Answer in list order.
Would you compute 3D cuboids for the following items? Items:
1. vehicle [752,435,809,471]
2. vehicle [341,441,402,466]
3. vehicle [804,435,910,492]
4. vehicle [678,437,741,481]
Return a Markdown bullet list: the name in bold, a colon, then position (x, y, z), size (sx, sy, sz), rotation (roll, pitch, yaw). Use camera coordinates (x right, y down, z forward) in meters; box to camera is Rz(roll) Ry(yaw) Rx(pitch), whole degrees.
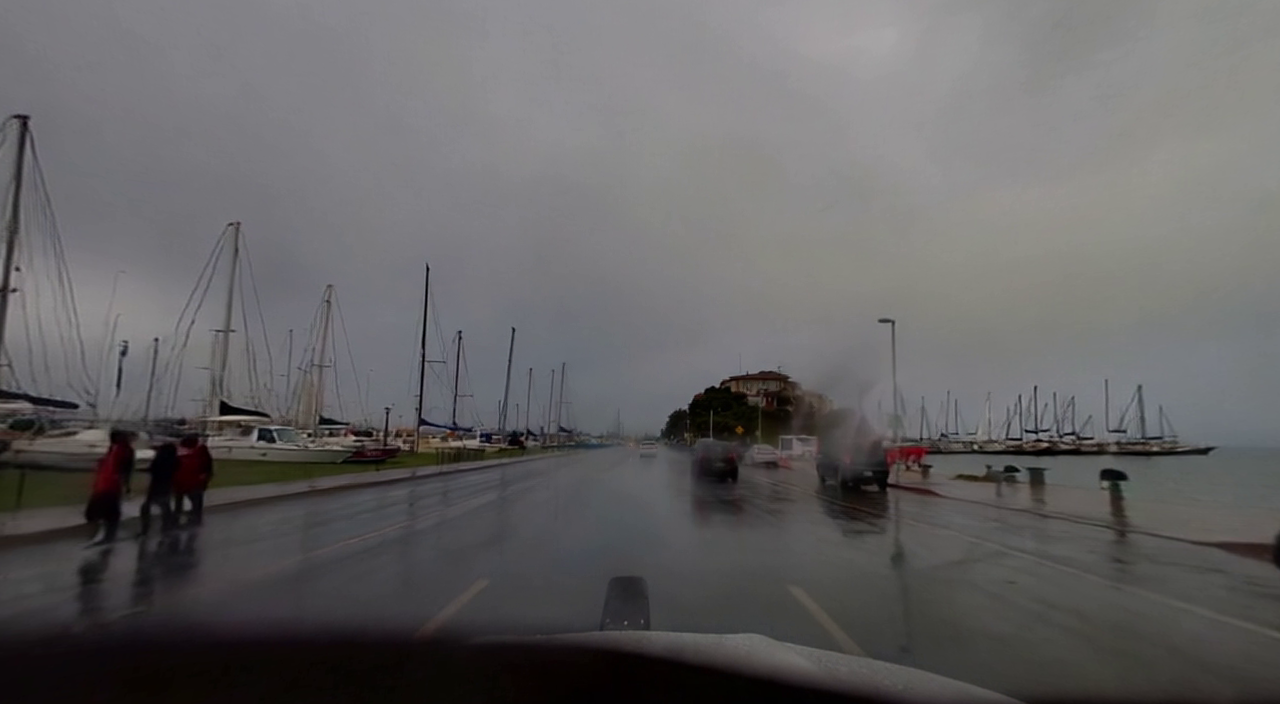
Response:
- **vehicle**: position (8.162, 5.921, 37.061), size (2.056, 1.896, 5.062), rotation (-1, -9, -1)
- **vehicle**: position (-17.751, 6.766, 41.968), size (1.840, 1.522, 4.695), rotation (-1, -9, 2)
- **vehicle**: position (7.393, 3.838, 22.063), size (2.029, 1.750, 4.825), rotation (-1, -9, 1)
- **vehicle**: position (2.731, 4.327, 25.705), size (2.047, 1.640, 4.051), rotation (-1, -9, 0)
